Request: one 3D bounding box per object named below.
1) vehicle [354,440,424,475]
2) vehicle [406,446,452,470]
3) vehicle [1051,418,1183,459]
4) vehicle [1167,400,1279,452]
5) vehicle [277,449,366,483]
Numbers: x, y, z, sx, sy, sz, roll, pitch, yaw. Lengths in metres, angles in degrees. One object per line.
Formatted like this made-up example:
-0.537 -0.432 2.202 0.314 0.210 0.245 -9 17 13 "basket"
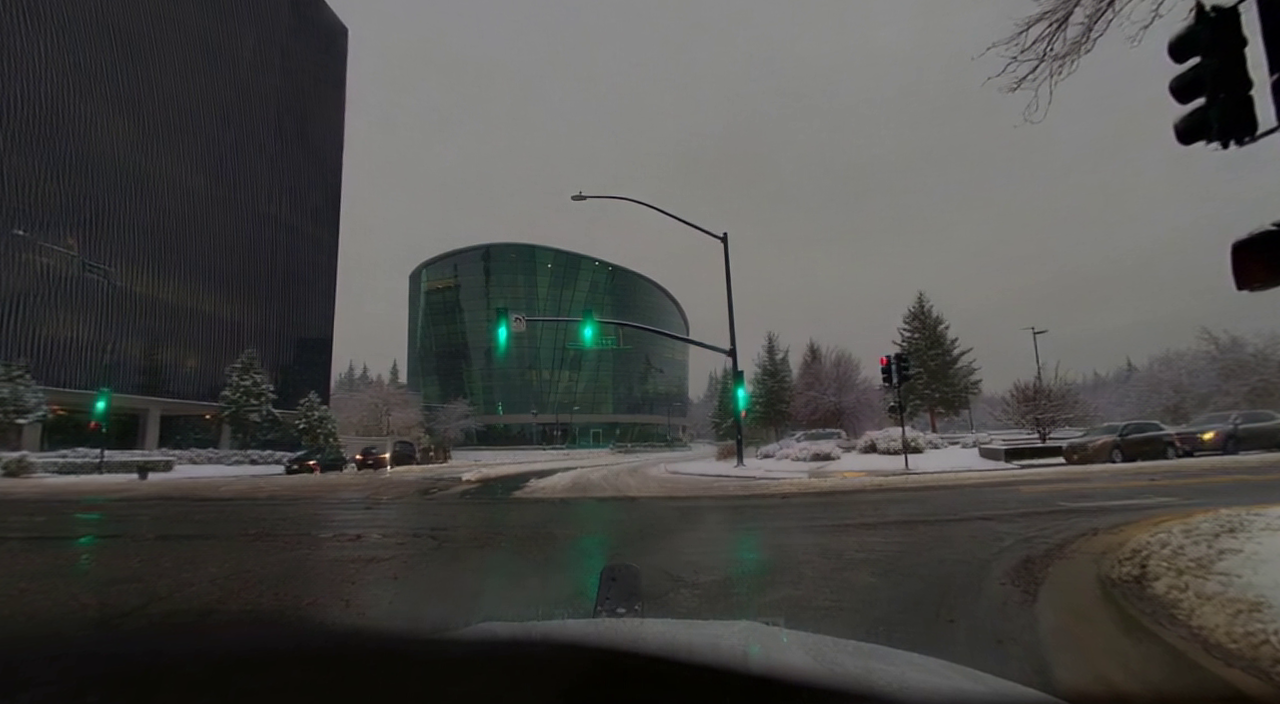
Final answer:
-14.877 6.292 37.688 2.091 1.915 5.040 0 -9 0 "vehicle"
-15.119 7.603 45.297 1.932 1.605 4.146 1 -9 -1 "vehicle"
19.075 3.520 25.494 1.834 1.480 4.458 0 -9 -1 "vehicle"
24.414 3.020 25.173 2.109 1.836 5.080 -2 -10 -1 "vehicle"
-14.804 5.299 29.573 1.790 1.437 4.349 0 -9 2 "vehicle"
